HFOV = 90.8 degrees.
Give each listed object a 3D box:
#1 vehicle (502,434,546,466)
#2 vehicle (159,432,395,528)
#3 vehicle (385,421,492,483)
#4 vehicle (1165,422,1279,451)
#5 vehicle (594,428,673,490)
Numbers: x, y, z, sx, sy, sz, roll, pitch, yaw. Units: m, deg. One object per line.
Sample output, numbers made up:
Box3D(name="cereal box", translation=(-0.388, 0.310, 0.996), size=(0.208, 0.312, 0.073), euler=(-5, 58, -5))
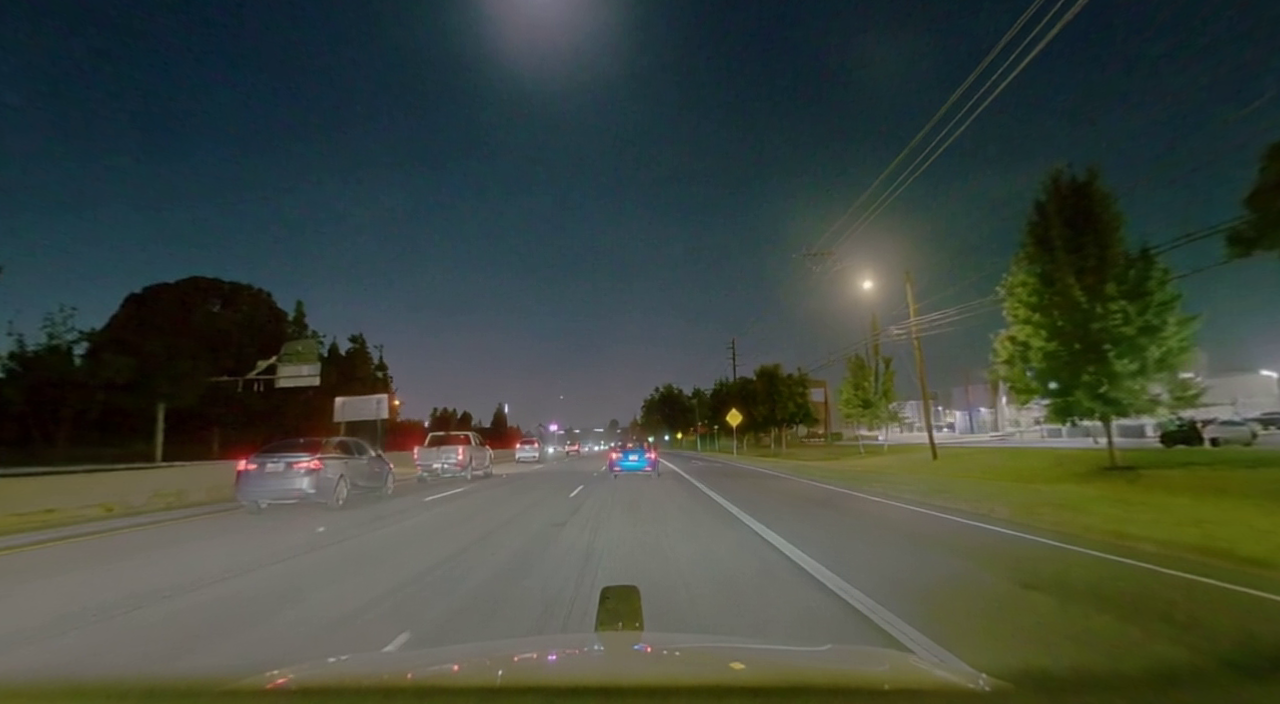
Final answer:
Box3D(name="vehicle", translation=(-6.802, 5.792, 37.422), size=(1.914, 1.756, 4.179), euler=(0, -8, -1))
Box3D(name="vehicle", translation=(-6.619, 2.350, 12.276), size=(1.900, 1.483, 4.547), euler=(0, -8, 0))
Box3D(name="vehicle", translation=(-6.886, 3.487, 22.247), size=(2.144, 1.905, 4.967), euler=(0, -8, 0))
Box3D(name="vehicle", translation=(29.109, 4.185, 31.399), size=(4.105, 1.306, 2.050), euler=(-1, -7, 1))
Box3D(name="vehicle", translation=(-0.196, 3.182, 19.157), size=(2.140, 1.653, 4.108), euler=(0, -8, -1))
